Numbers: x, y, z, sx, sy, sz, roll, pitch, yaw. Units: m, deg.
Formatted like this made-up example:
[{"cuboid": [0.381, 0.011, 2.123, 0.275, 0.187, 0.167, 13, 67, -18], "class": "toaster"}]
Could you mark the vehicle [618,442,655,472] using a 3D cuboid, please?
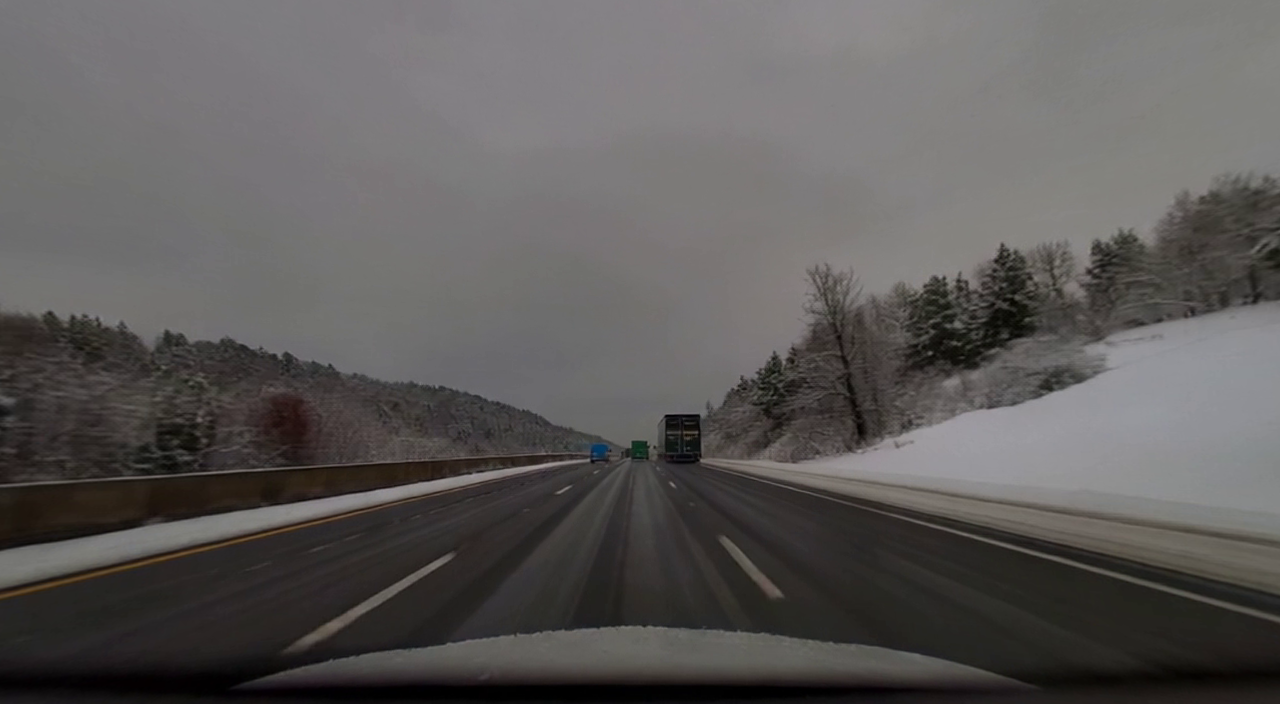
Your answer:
[{"cuboid": [-0.230, 6.546, 39.477, 2.166, 1.747, 4.299, 0, -9, 0], "class": "vehicle"}]
